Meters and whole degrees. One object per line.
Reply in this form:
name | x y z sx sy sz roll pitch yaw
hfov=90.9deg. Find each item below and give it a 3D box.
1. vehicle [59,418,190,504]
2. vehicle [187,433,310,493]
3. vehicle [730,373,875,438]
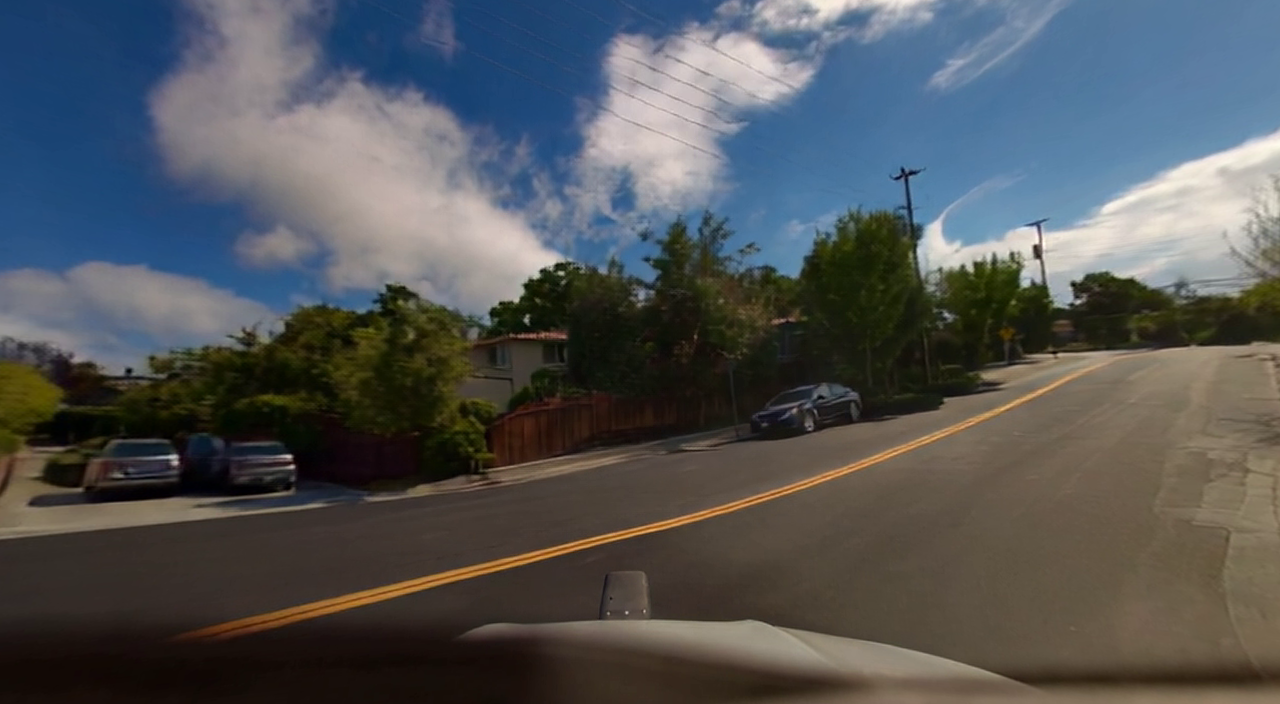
vehicle | -15.597 3.213 18.936 2.413 1.838 4.977 13 -9 -43
vehicle | -13.074 3.606 20.894 5.118 1.728 2.216 -8 -12 44
vehicle | 5.479 1.698 20.751 5.289 1.595 2.032 -1 -6 -45
